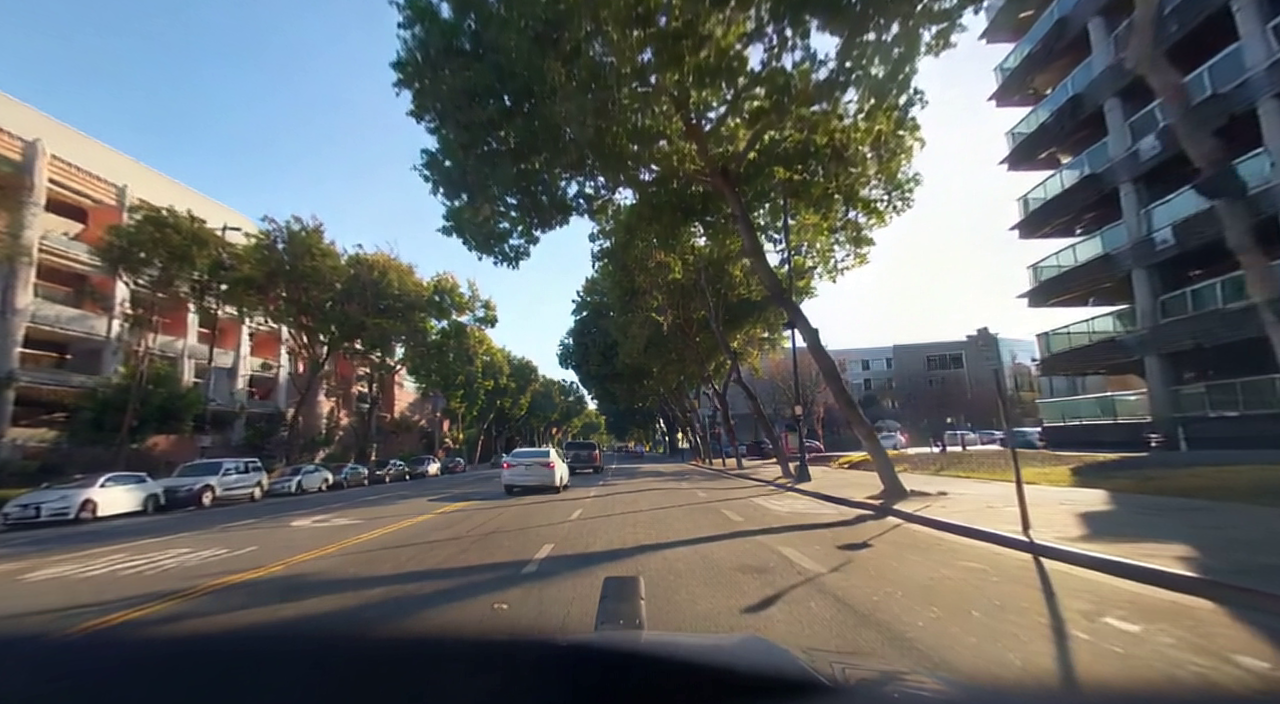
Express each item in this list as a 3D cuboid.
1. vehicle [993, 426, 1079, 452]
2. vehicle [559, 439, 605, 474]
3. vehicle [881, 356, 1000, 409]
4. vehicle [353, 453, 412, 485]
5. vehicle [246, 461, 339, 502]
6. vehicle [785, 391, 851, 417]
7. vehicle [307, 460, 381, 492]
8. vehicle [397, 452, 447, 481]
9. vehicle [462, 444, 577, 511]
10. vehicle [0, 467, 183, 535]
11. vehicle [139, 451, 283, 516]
[{"bbox_3d":[25.521,5.624,40.780,4.215,1.545,1.897,0,-8,0],"label":"vehicle"},{"bbox_3d":[-3.254,5.954,36.307,2.190,1.840,4.720,0,-8,0],"label":"vehicle"},{"bbox_3d":[12.514,1.319,26.508,3.932,1.743,1.695,-5,-8,3],"label":"vehicle"},{"bbox_3d":[-16.108,7.328,39.787,1.897,1.805,4.538,0,-8,-2],"label":"vehicle"},{"bbox_3d":[-15.672,5.831,28.787,1.942,1.431,4.553,-5,-9,-3],"label":"vehicle"},{"bbox_3d":[11.821,3.503,42.075,3.827,1.556,1.730,-1,-9,0],"label":"vehicle"},{"bbox_3d":[-15.848,6.619,34.119,1.871,1.485,4.573,0,-8,-1],"label":"vehicle"},{"bbox_3d":[-16.171,8.465,47.037,2.079,1.847,4.592,-5,-9,-1],"label":"vehicle"},{"bbox_3d":[-2.866,3.074,16.032,2.051,1.454,4.132,0,-8,1],"label":"vehicle"},{"bbox_3d":[-15.687,4.171,18.121,1.775,1.461,4.433,-3,-9,2],"label":"vehicle"},{"bbox_3d":[-15.601,4.747,23.399,2.129,1.967,4.907,-4,-9,-3],"label":"vehicle"}]
